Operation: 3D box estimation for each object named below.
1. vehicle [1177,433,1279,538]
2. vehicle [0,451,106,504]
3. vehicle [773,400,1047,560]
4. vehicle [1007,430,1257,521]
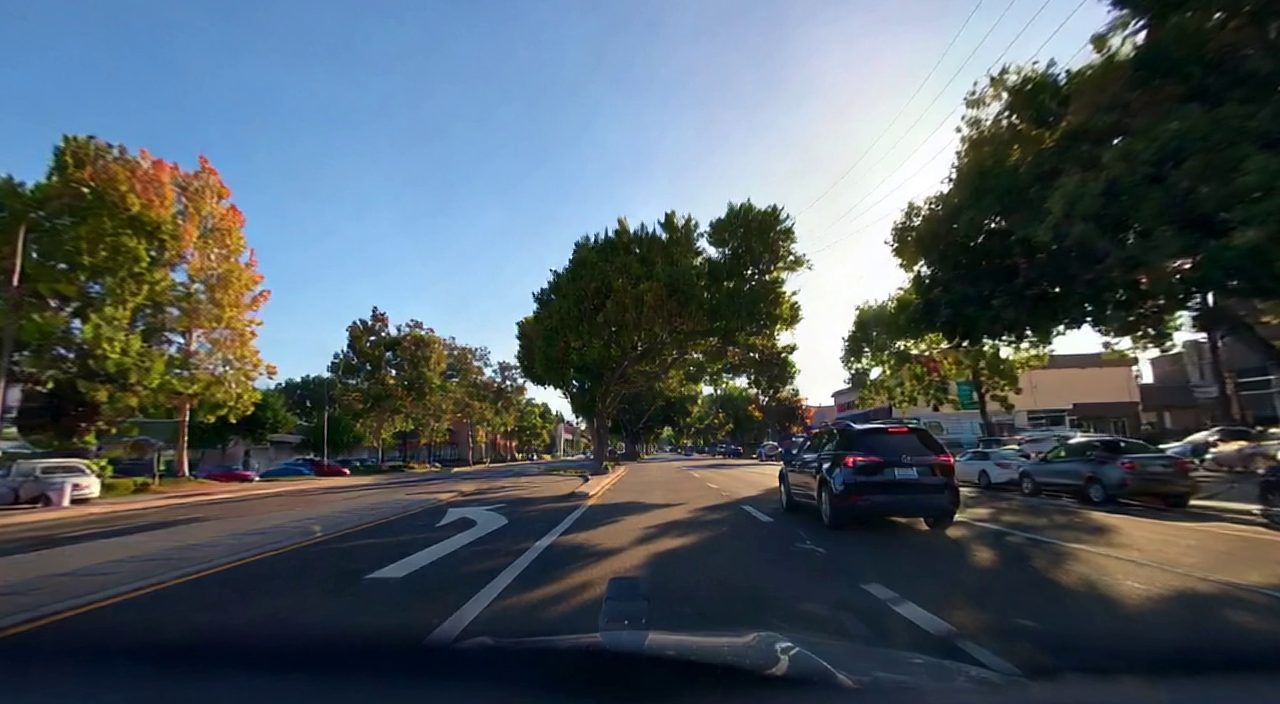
[{"bbox_3d":[10.927,2.028,9.470,1.835,1.637,4.407,0,-9,1],"label":"vehicle"},{"bbox_3d":[-23.984,4.840,24.584,5.096,1.872,2.139,-2,-9,15],"label":"vehicle"},{"bbox_3d":[3.614,1.825,9.633,2.183,1.845,4.482,0,-9,0],"label":"vehicle"},{"bbox_3d":[10.973,2.756,14.682,1.899,1.732,4.800,0,-9,0],"label":"vehicle"}]
